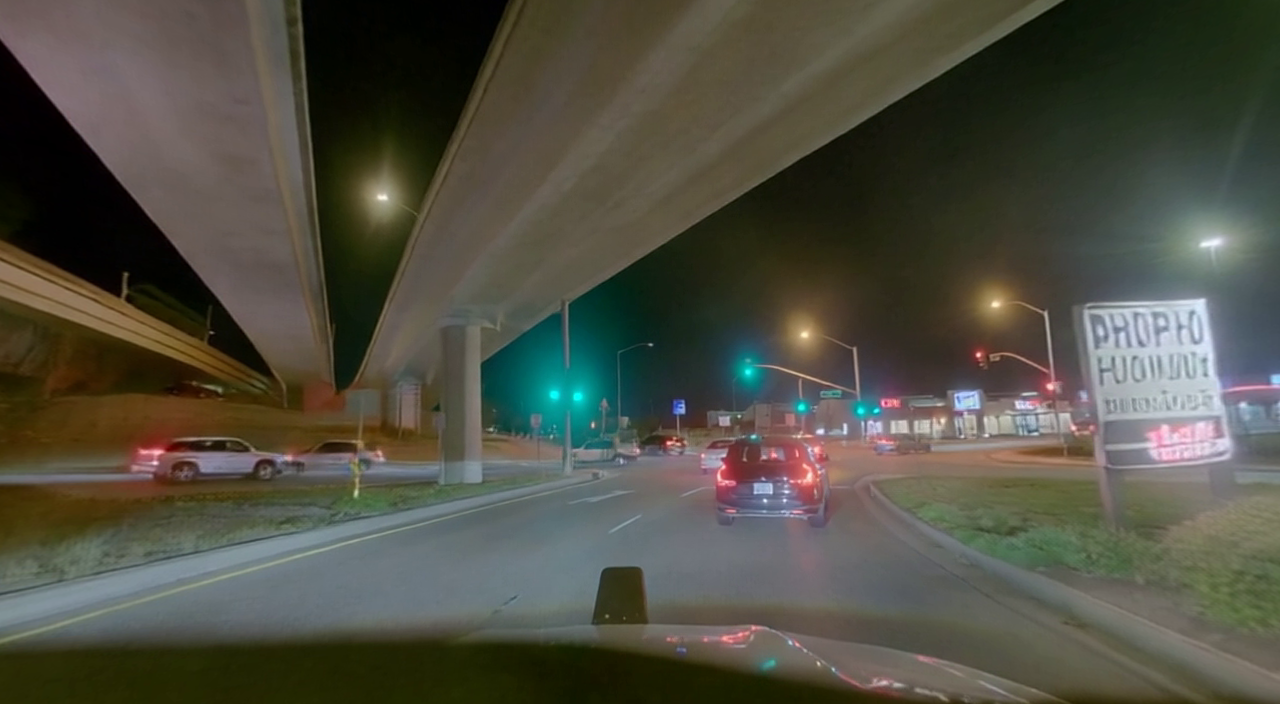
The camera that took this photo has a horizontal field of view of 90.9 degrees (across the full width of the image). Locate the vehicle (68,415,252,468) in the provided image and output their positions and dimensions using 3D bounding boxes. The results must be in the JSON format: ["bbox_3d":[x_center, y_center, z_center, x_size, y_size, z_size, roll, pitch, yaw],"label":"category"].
[{"bbox_3d":[-36.174,6.884,48.376,3.014,3.603,10.845,-4,-9,24],"label":"vehicle"}]

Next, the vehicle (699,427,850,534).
[{"bbox_3d":[2.400,2.254,11.701,2.195,1.571,4.353,-2,-9,10],"label":"vehicle"}]

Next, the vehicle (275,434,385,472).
[{"bbox_3d":[-16.317,5.326,33.449,4.827,1.885,2.008,2,-9,-14],"label":"vehicle"}]

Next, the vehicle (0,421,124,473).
[{"bbox_3d":[-44.913,6.844,45.454,2.989,3.604,11.471,-4,-10,26],"label":"vehicle"}]

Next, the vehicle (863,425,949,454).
[{"bbox_3d":[15.719,5.194,37.244,4.755,1.623,2.290,5,-10,-32],"label":"vehicle"}]

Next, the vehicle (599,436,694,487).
[{"bbox_3d":[0.374,3.694,21.624,2.214,1.519,4.704,-2,-9,13],"label":"vehicle"}]

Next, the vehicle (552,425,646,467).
[{"bbox_3d":[-2.124,4.740,31.642,2.175,1.930,4.761,8,-12,-42],"label":"vehicle"}]
